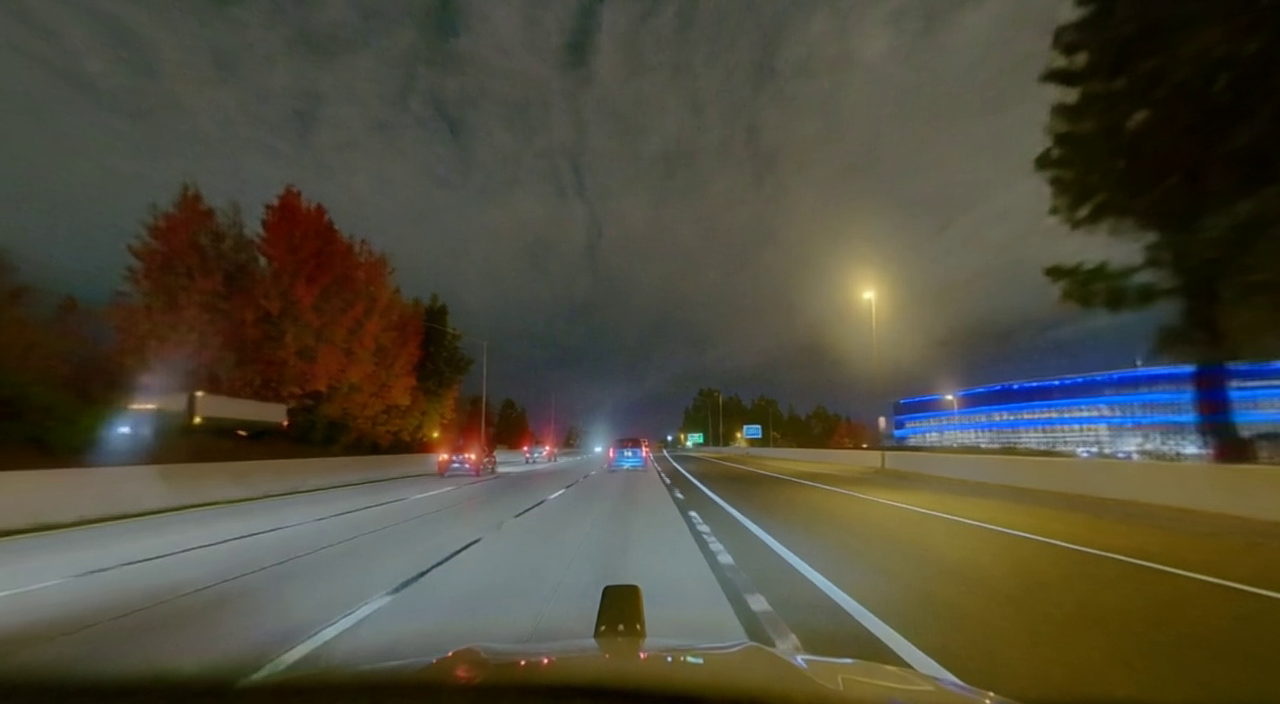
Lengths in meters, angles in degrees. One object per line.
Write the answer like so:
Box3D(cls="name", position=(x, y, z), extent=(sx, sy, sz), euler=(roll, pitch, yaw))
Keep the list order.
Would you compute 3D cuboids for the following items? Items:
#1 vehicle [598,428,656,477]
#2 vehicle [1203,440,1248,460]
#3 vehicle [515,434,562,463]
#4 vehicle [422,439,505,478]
Box3D(cls="vehicle", position=(-0.510, 4.282, 27.030), extent=(2.245, 1.863, 4.801), euler=(0, -8, 0))
Box3D(cls="vehicle", position=(46.128, 7.729, 49.559), extent=(4.334, 1.495, 1.987), euler=(7, -11, -41))
Box3D(cls="vehicle", position=(-7.243, 6.985, 45.581), extent=(2.328, 1.927, 5.880), euler=(0, -8, 1))
Box3D(cls="vehicle", position=(-7.347, 4.478, 26.713), extent=(2.074, 1.495, 4.643), euler=(0, -8, 1))
